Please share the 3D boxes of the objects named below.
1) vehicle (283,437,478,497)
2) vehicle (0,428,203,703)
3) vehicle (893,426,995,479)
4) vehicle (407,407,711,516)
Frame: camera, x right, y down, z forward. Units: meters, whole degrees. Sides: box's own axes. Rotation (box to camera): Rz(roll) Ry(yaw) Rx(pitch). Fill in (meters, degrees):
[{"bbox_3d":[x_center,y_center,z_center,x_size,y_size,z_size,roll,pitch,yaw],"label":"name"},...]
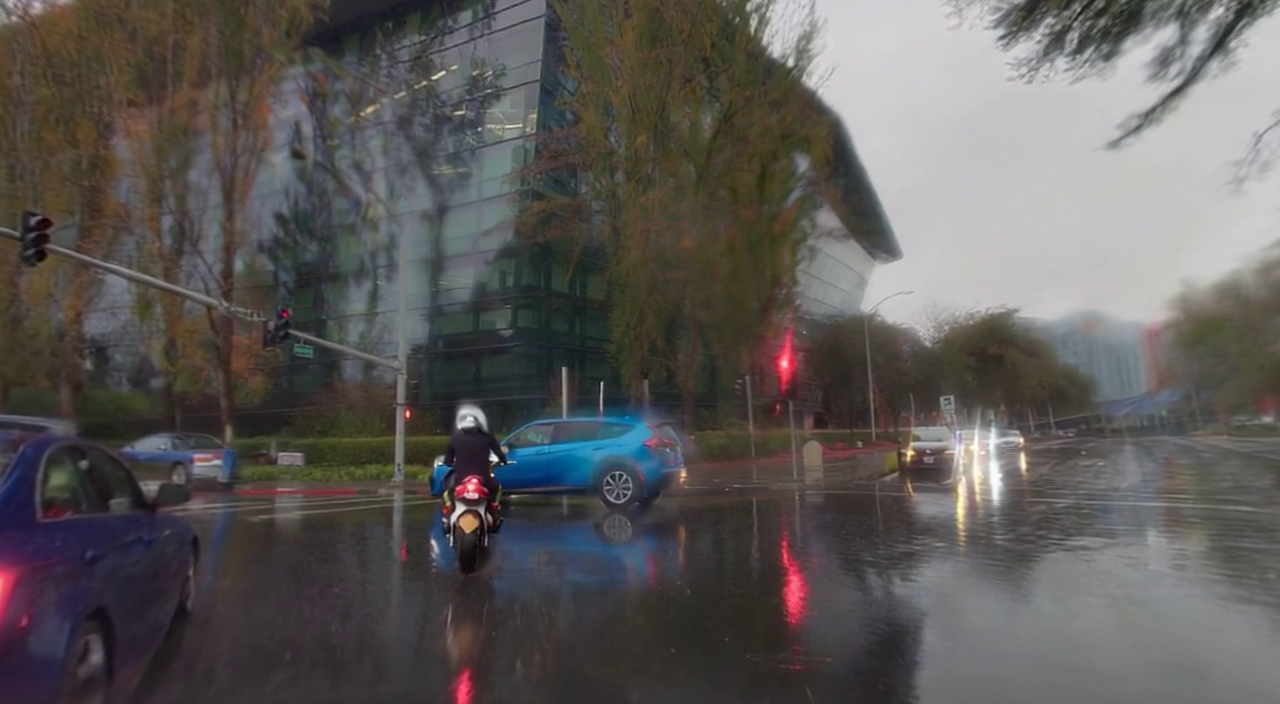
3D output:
[{"bbox_3d":[-6.841,3.063,16.925,4.401,1.480,1.864,-1,-8,4],"label":"vehicle"},{"bbox_3d":[-4.504,1.314,4.432,2.009,1.450,4.182,6,-10,-37],"label":"vehicle"},{"bbox_3d":[10.919,3.531,22.486,2.084,1.656,4.583,-7,-11,40],"label":"vehicle"},{"bbox_3d":[-1.683,2.238,13.346,5.833,1.960,2.341,2,-9,-15],"label":"vehicle"}]
